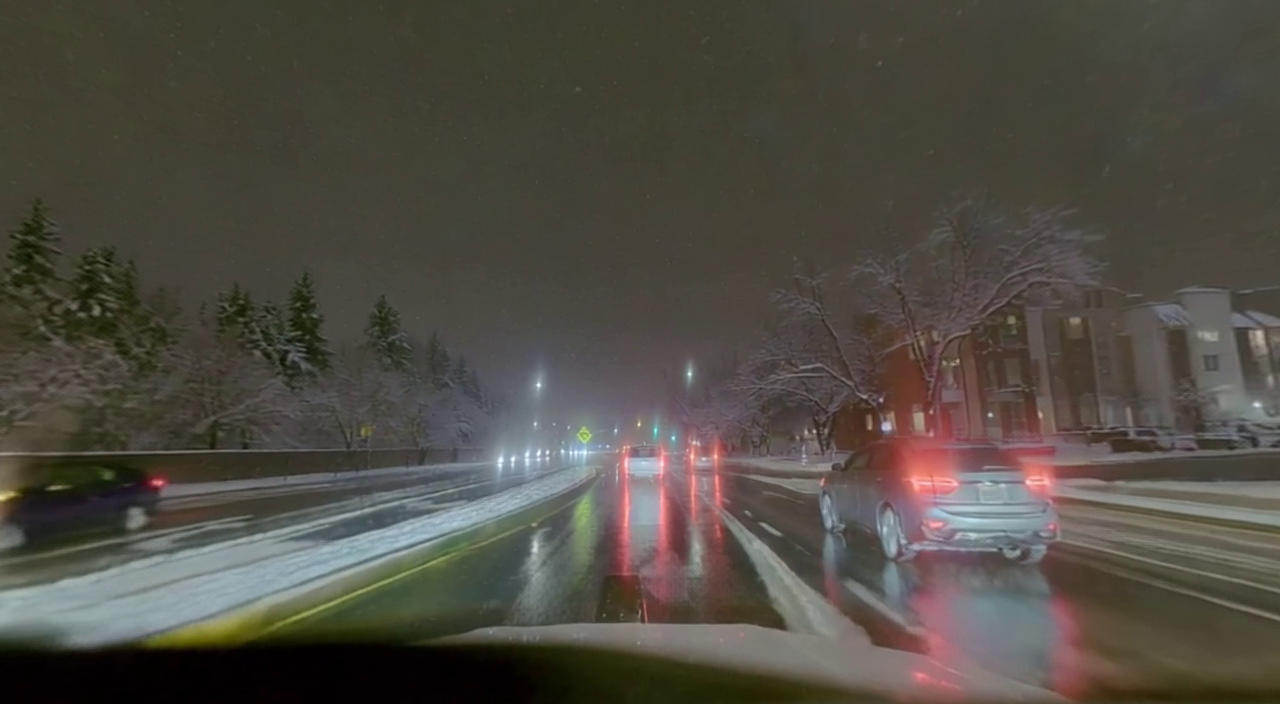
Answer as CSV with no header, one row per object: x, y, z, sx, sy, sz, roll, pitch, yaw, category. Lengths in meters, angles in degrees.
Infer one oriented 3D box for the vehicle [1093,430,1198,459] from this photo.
27.520,5.057,34.633,1.963,1.480,4.661,0,-8,0,vehicle

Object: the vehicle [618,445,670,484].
0.176,4.705,26.716,2.034,1.500,3.966,0,-8,0,vehicle

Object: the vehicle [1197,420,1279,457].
33.400,4.708,34.435,4.199,1.772,1.904,-2,-9,-3,vehicle

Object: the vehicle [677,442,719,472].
3.570,6.579,39.762,2.107,1.773,4.557,0,-8,-2,vehicle

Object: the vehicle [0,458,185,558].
-10.928,2.692,11.331,2.043,1.456,4.627,0,-8,0,vehicle

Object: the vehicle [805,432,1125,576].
3.963,1.906,8.820,2.049,1.473,4.425,0,-8,-1,vehicle
